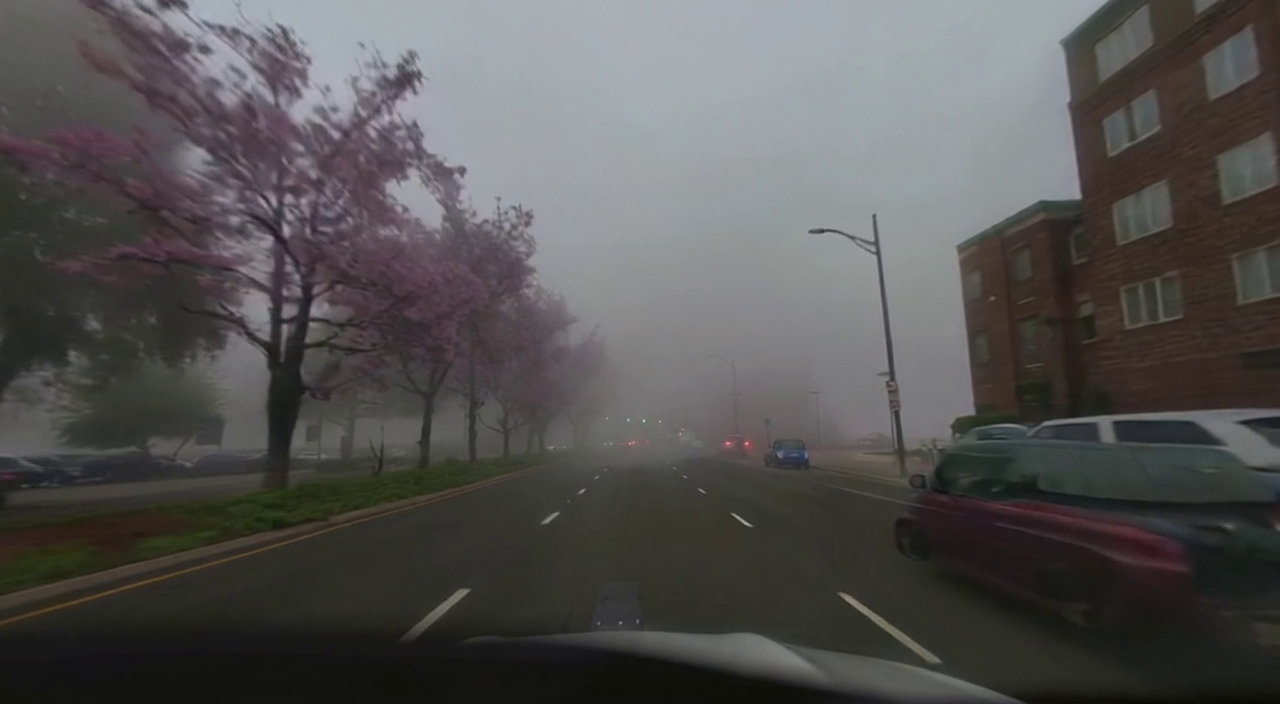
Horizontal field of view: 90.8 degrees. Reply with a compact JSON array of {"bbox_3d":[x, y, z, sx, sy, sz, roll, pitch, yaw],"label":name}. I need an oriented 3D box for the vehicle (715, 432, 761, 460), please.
[{"bbox_3d":[7.069,6.879,46.154,2.450,1.892,5.107,0,-8,-2],"label":"vehicle"}]

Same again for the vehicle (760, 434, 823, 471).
[{"bbox_3d":[7.293,4.879,30.777,1.940,1.647,4.309,0,-8,-1],"label":"vehicle"}]

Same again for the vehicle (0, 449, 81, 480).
[{"bbox_3d":[-33.788,6.153,34.708,4.339,1.608,1.871,0,-8,2],"label":"vehicle"}]

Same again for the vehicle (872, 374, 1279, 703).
[{"bbox_3d":[3.687,1.207,5.174,1.984,1.580,4.413,0,-8,2],"label":"vehicle"}]

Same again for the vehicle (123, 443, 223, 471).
[{"bbox_3d":[-33.620,7.564,45.599,5.605,1.774,2.197,-3,-9,3],"label":"vehicle"}]
